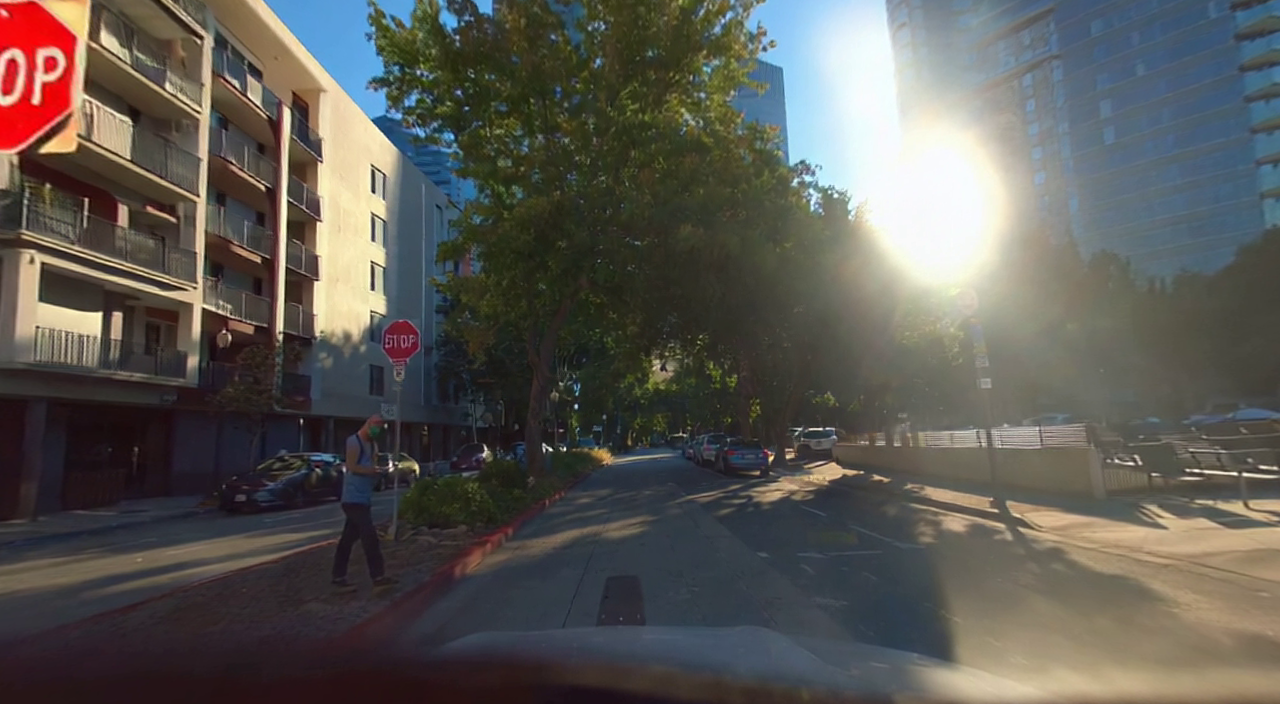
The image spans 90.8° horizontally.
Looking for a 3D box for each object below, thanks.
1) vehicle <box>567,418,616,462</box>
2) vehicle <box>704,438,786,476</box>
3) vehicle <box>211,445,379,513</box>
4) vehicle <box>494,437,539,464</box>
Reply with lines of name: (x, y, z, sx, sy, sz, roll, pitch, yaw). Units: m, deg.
vehicle: (-2.980, 5.594, 40.186, 2.317, 2.596, 6.053, 0, -8, 3)
vehicle: (4.575, 4.458, 27.124, 1.858, 1.491, 4.329, -5, -10, 33)
vehicle: (-8.795, 3.228, 16.644, 2.007, 1.503, 4.343, 0, -8, -1)
vehicle: (-8.843, 7.096, 45.787, 2.256, 1.802, 4.333, 0, -8, 2)
